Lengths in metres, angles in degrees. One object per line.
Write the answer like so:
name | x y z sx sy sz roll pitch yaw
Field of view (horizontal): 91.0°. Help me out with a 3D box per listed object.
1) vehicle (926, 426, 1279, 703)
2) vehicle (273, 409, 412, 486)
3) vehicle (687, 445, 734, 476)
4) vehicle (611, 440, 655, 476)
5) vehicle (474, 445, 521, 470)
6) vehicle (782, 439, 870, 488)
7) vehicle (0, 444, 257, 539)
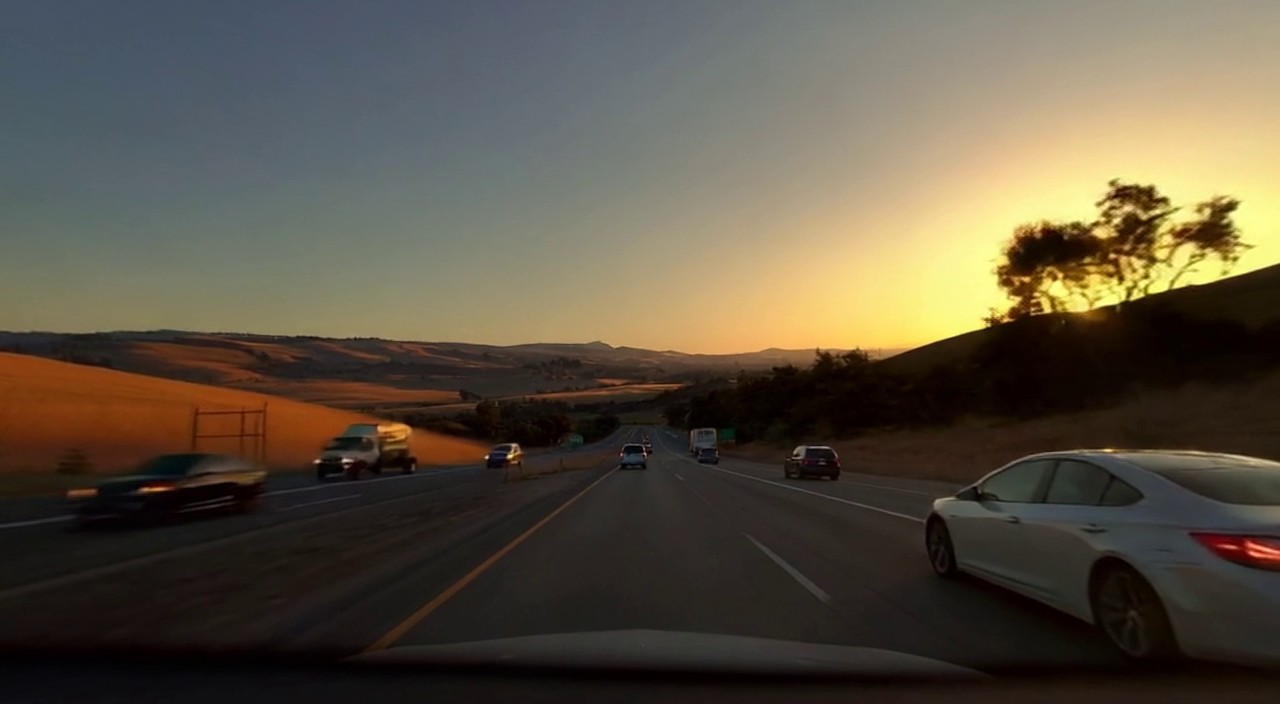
vehicle | 3.503 1.188 3.442 2.004 1.471 4.032 0 -9 1
vehicle | -14.196 4.708 31.001 2.881 3.266 7.898 0 -9 1
vehicle | 3.768 5.885 34.332 2.047 1.540 4.294 0 -9 0
vehicle | -0.317 5.535 33.166 2.142 1.724 4.344 0 -9 1
vehicle | -10.134 7.524 45.112 2.156 1.644 4.489 0 -9 2
vehicle | 6.872 4.158 23.799 1.975 1.650 4.257 0 -9 0
vehicle | -10.462 2.688 12.930 1.965 1.542 4.905 0 -9 2
